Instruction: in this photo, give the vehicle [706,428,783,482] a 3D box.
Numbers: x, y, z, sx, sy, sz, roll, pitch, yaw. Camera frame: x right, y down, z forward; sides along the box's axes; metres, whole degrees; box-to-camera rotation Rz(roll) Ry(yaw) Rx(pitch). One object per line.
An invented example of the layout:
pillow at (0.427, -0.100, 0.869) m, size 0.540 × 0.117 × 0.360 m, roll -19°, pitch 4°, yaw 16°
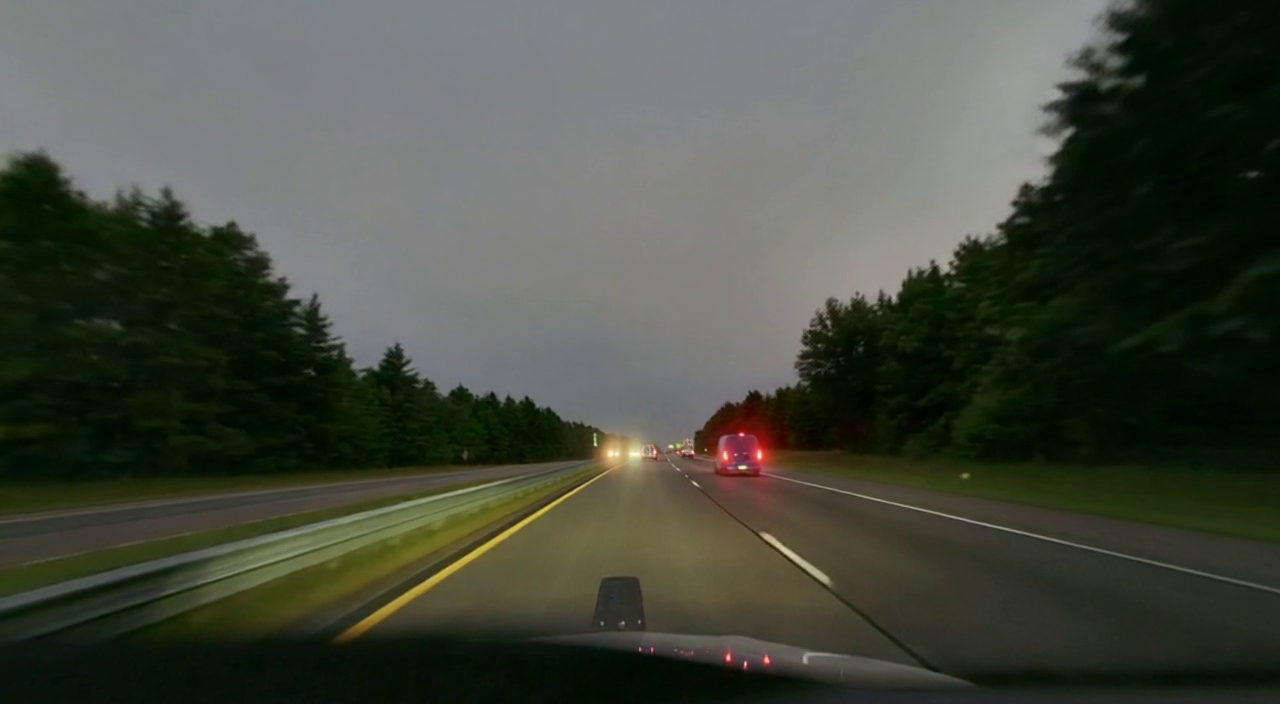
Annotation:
vehicle at (4.270, 4.339, 26.682) m, size 2.371 × 2.045 × 4.768 m, roll 0°, pitch -9°, yaw -1°
